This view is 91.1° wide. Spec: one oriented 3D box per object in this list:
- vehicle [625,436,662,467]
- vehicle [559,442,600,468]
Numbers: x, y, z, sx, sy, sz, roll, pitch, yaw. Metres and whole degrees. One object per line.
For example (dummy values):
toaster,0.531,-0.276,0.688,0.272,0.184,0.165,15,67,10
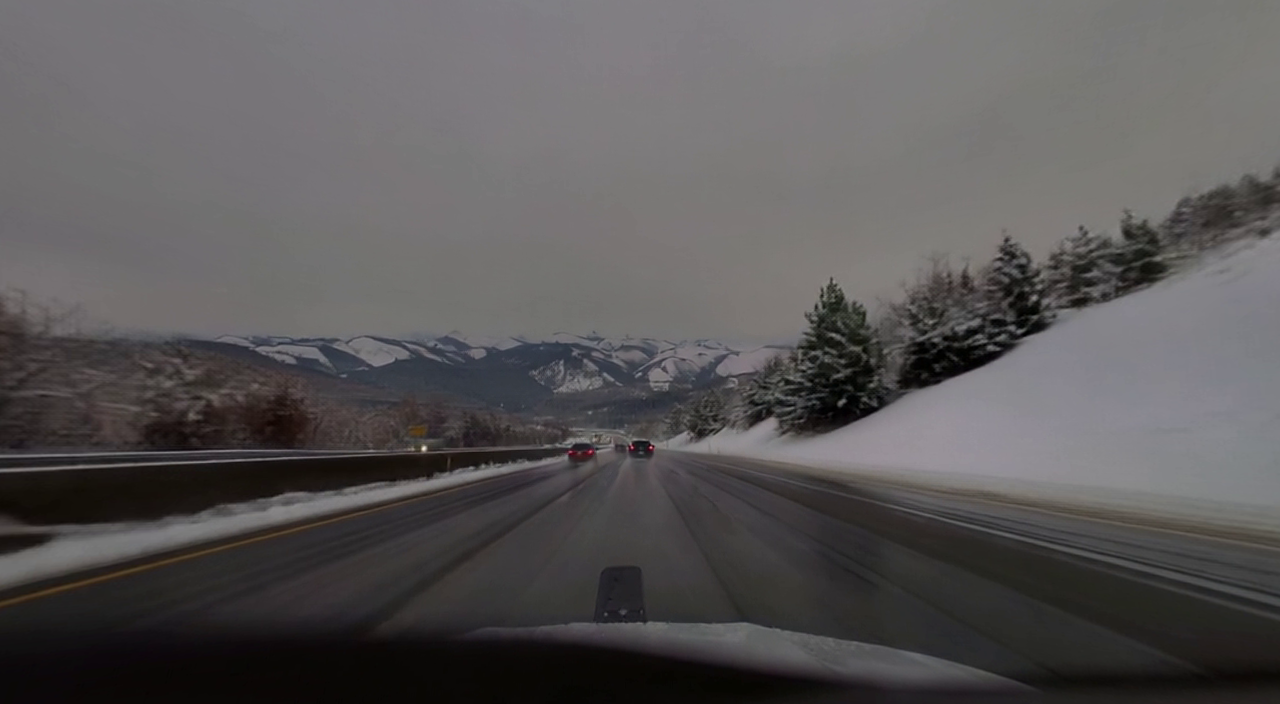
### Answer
vehicle,0.249,6.461,40.911,2.272,1.836,4.866,0,-8,0
vehicle,-3.711,6.383,39.193,2.082,1.485,4.237,0,-8,1
